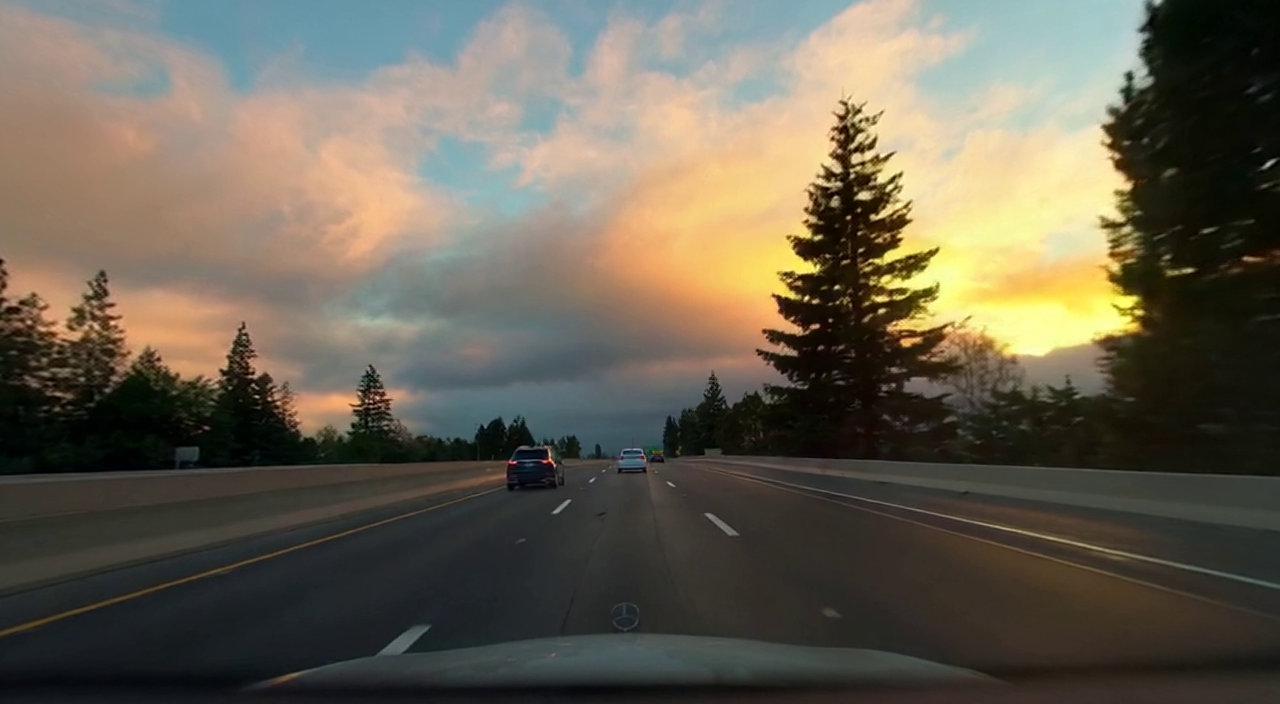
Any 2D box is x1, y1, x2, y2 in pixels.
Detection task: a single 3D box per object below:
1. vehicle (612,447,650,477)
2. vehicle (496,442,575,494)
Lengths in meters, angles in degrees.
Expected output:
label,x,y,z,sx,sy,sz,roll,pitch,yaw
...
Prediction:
label,x,y,z,sx,sy,sz,roll,pitch,yaw
vehicle,-0.541,6.564,37.698,2.130,1.684,3.826,0,-9,-1
vehicle,-3.813,4.339,23.846,2.130,1.741,4.665,0,-9,0
